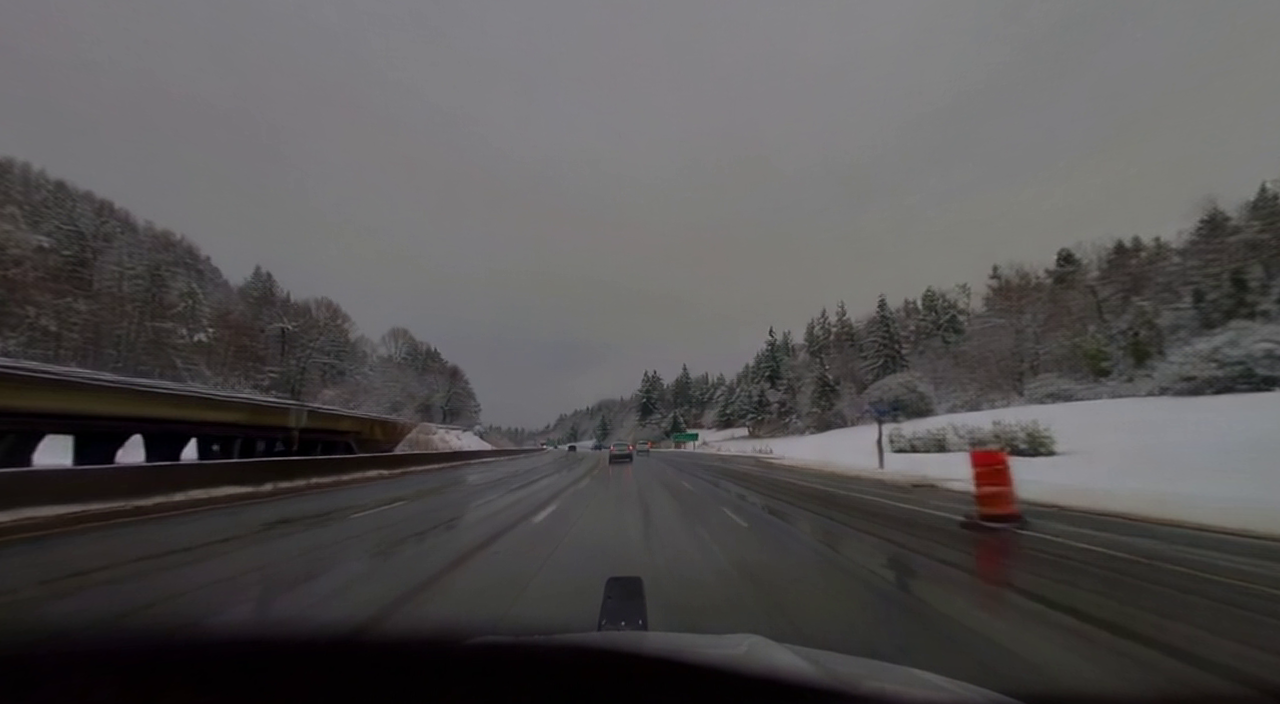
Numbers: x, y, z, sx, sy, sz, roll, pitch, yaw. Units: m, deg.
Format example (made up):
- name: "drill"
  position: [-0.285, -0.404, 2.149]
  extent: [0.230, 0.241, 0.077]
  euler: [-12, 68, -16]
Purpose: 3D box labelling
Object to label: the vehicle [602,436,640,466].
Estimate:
- name: "vehicle"
  position: [-1.324, 6.417, 40.982]
  extent: [2.328, 1.805, 4.502]
  euler: [0, -8, -3]
